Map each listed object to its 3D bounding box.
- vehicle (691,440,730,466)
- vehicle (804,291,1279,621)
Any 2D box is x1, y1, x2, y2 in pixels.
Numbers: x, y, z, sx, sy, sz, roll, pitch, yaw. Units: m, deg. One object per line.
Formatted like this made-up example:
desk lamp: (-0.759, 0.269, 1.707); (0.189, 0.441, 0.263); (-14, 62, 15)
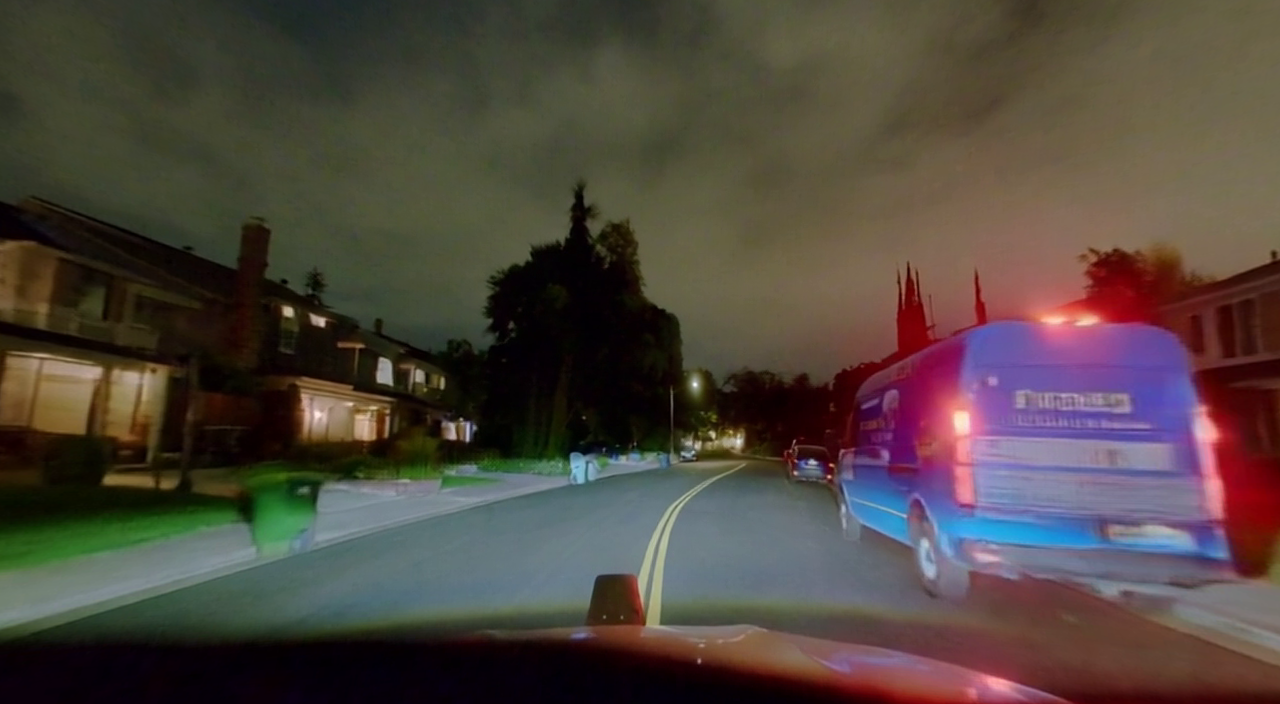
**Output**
vehicle: (4.869, 7.109, 44.659); (2.278, 1.704, 5.321); (0, -9, 2)
vehicle: (4.170, 1.288, 8.407); (2.684, 2.712, 6.197); (-1, -9, 4)
